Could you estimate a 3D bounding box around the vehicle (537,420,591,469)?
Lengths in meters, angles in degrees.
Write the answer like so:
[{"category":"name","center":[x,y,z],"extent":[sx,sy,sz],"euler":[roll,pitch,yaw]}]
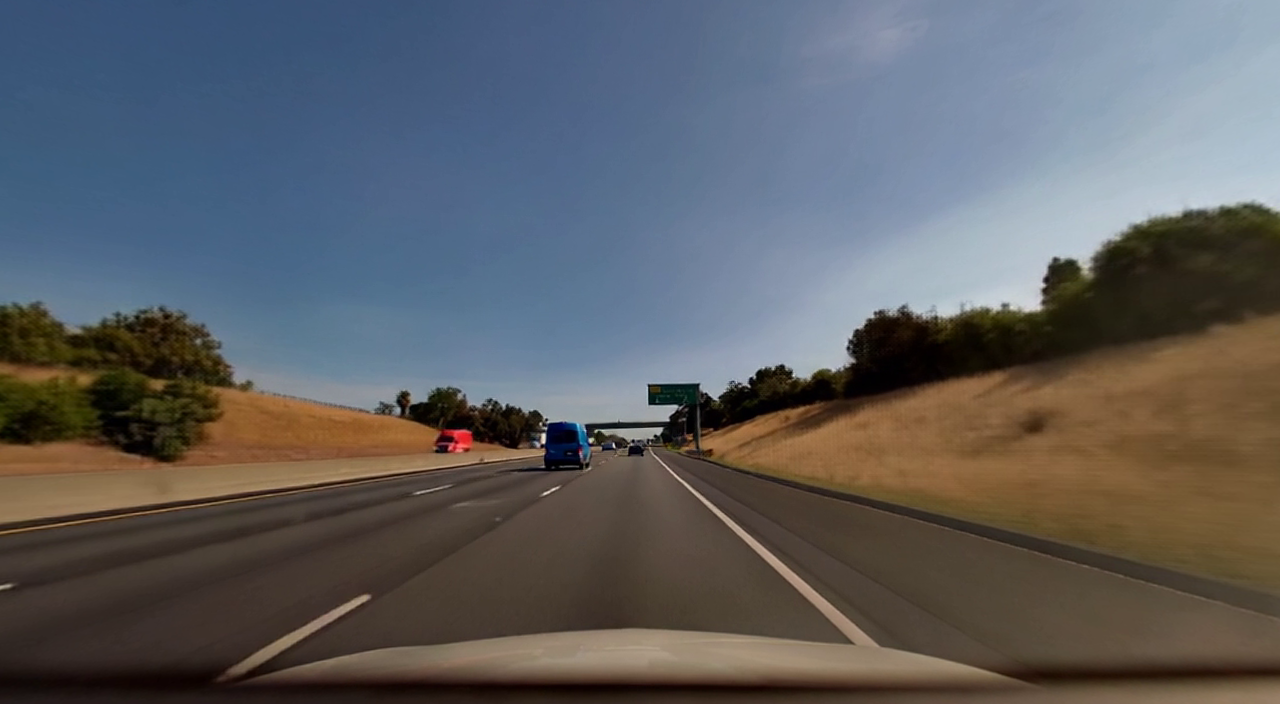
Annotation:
[{"category":"vehicle","center":[-4.058,5.128,34.808],"extent":[2.329,2.483,5.428],"euler":[0,-8,0]}]
